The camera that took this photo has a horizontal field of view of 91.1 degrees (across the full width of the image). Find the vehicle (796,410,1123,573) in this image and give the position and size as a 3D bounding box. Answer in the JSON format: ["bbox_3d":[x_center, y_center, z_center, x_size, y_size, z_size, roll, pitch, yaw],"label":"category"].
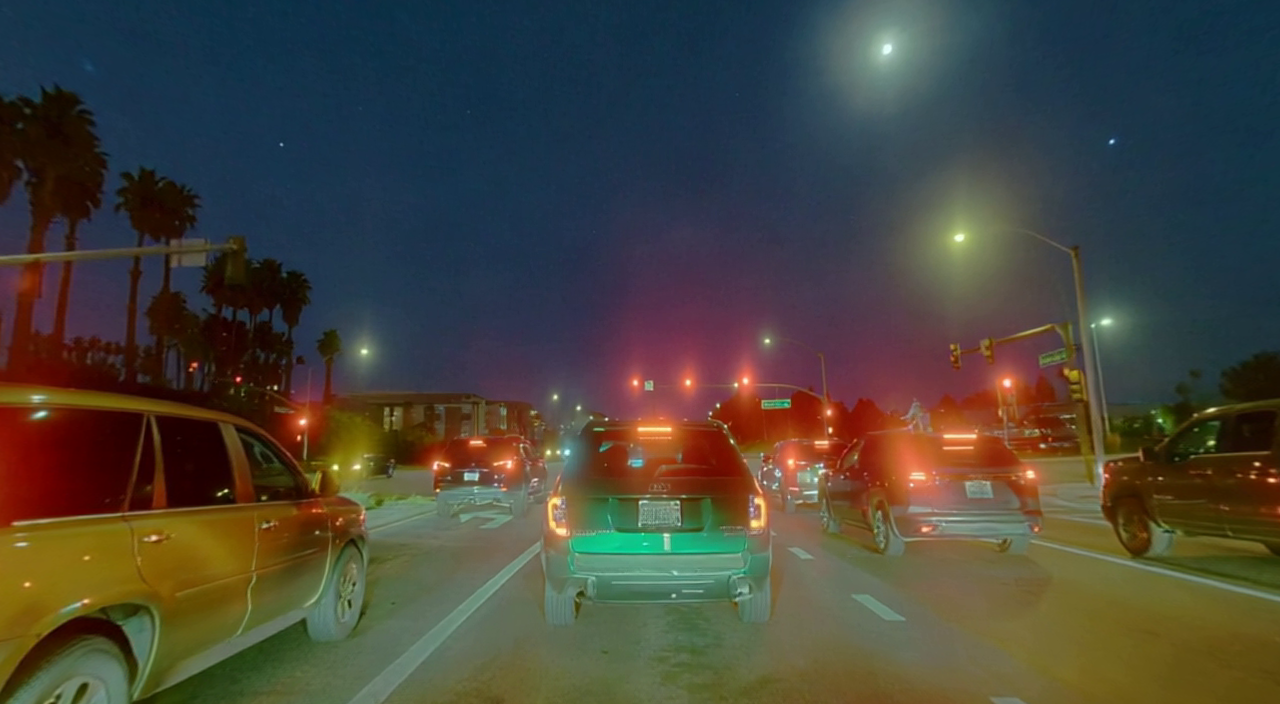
[{"bbox_3d":[4.028,1.861,9.289,2.072,1.704,5.170,0,-9,-1],"label":"vehicle"}]

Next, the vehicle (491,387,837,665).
[{"bbox_3d":[0.178,1.377,6.019,2.123,1.704,4.128,0,-9,1],"label":"vehicle"}]

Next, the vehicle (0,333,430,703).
[{"bbox_3d":[-3.154,1.082,3.904,2.171,1.702,4.416,0,-9,0],"label":"vehicle"}]

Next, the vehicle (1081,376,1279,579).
[{"bbox_3d":[7.318,1.179,5.825,2.337,1.925,5.728,0,-8,1],"label":"vehicle"}]
